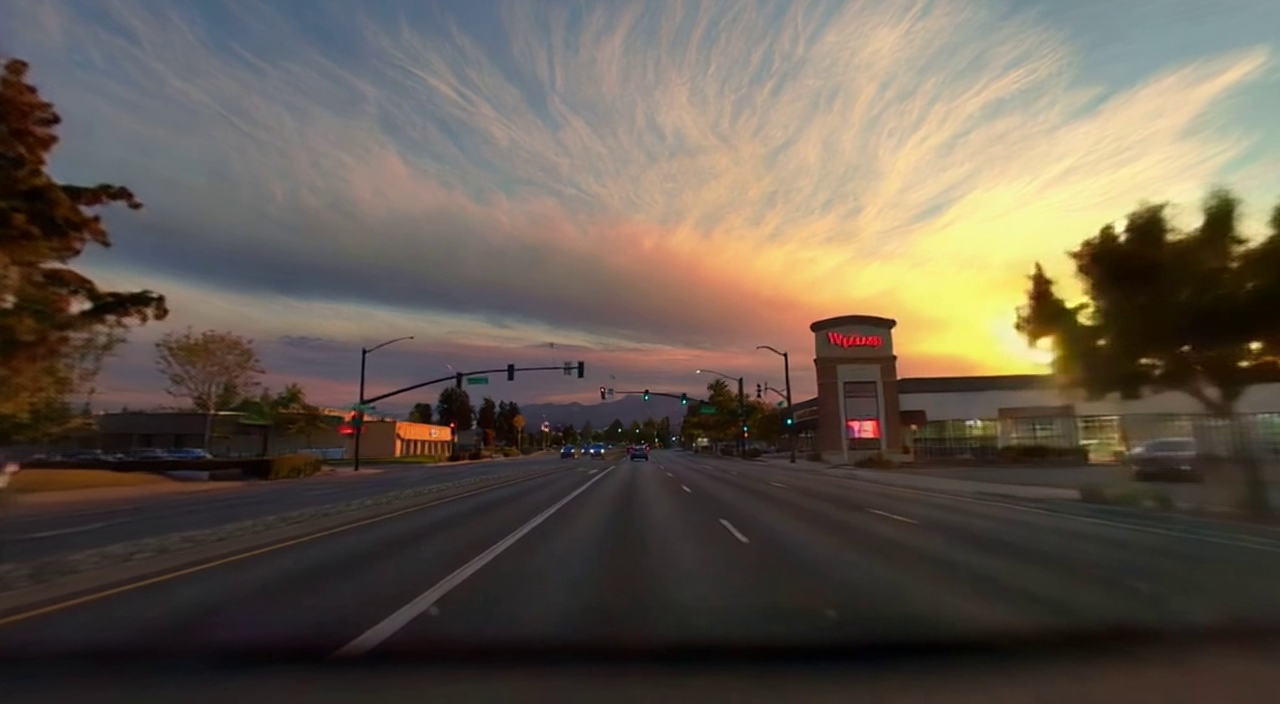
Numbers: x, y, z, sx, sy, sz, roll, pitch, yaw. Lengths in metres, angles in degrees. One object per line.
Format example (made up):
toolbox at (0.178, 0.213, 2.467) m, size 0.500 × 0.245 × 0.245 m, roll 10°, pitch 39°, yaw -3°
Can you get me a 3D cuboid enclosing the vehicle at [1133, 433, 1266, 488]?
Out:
vehicle at (19.574, 3.752, 22.062) m, size 4.717 × 1.714 × 1.985 m, roll 5°, pitch -10°, yaw -31°
